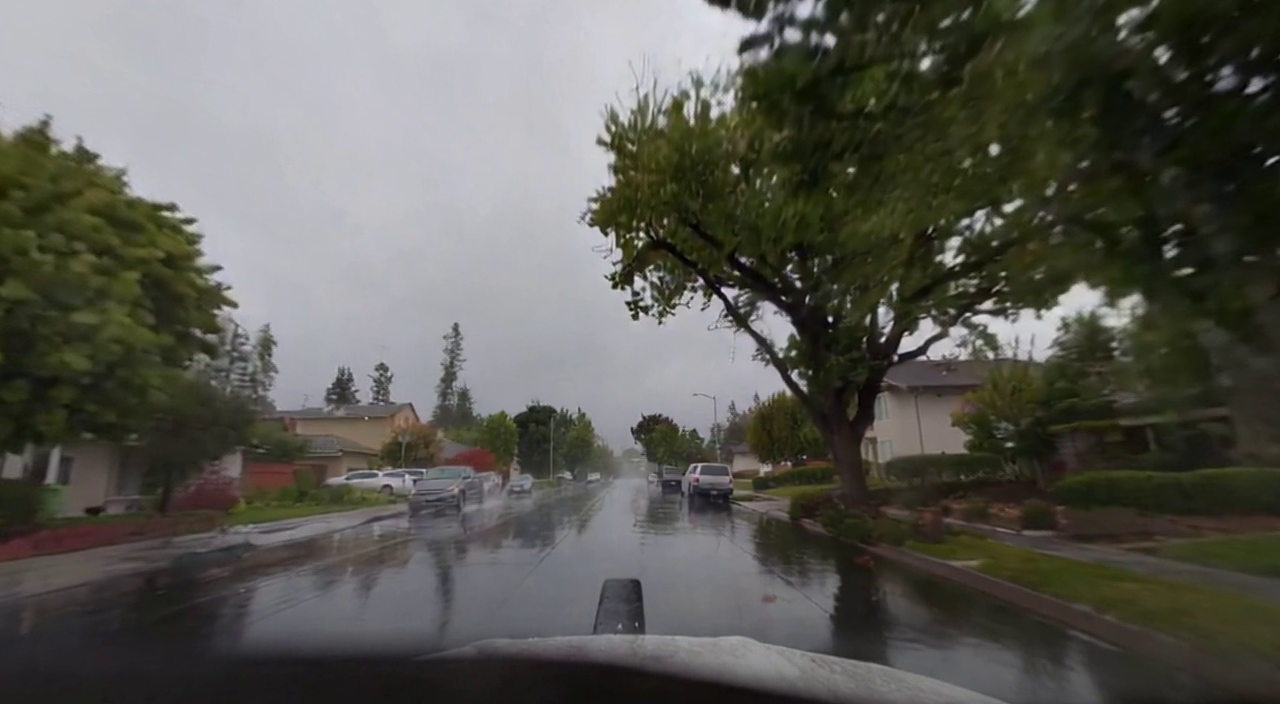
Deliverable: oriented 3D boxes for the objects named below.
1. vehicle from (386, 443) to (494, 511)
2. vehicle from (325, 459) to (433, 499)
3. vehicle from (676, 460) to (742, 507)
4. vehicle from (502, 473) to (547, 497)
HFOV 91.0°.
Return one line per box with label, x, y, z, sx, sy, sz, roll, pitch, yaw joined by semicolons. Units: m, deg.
vehicle;-7.359;4.894;23.960;2.408;2.201;5.646;-1;-14;-2
vehicle;-14.184;6.928;34.487;4.891;2.023;2.200;0;-8;1
vehicle;2.717;5.336;25.932;2.050;1.598;4.590;0;-8;-2
vehicle;-7.688;8.957;42.323;2.071;1.481;4.425;0;-12;1
